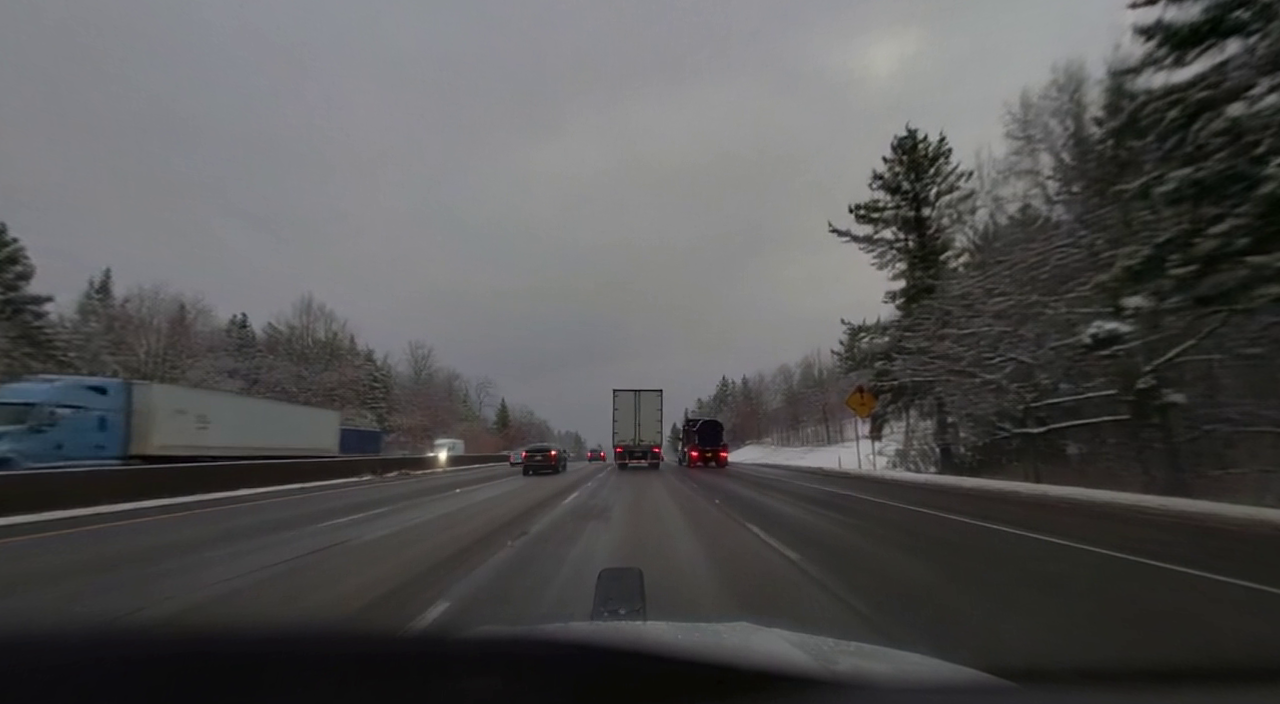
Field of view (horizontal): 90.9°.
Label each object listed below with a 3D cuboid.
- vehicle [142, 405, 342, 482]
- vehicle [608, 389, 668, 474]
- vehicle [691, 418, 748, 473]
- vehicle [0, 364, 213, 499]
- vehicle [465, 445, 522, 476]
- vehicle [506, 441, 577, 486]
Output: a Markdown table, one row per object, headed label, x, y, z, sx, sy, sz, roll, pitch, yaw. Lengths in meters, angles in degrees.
| label | x | y | z | sx | sy | sz | roll | pitch | yaw |
| --- | --- | --- | --- | --- | --- | --- | --- | --- | --- |
| vehicle | -18.545 | 4.496 | 30.749 | 2.817 | 3.096 | 10.655 | 0 | -9 | 0 |
| vehicle | -0.208 | 4.746 | 36.474 | 2.875 | 4.056 | 12.312 | 0 | -9 | -1 |
| vehicle | 4.420 | 5.305 | 35.782 | 2.565 | 2.902 | 3.798 | 0 | -9 | -2 |
| vehicle | -18.443 | 2.737 | 21.076 | 3.084 | 3.687 | 7.389 | 0 | -9 | -1 |
| vehicle | -7.463 | 5.556 | 32.440 | 1.926 | 1.482 | 3.959 | 0 | -9 | 1 |
| vehicle | -3.677 | 4.227 | 24.206 | 2.061 | 1.555 | 3.900 | 0 | -9 | 0 |
